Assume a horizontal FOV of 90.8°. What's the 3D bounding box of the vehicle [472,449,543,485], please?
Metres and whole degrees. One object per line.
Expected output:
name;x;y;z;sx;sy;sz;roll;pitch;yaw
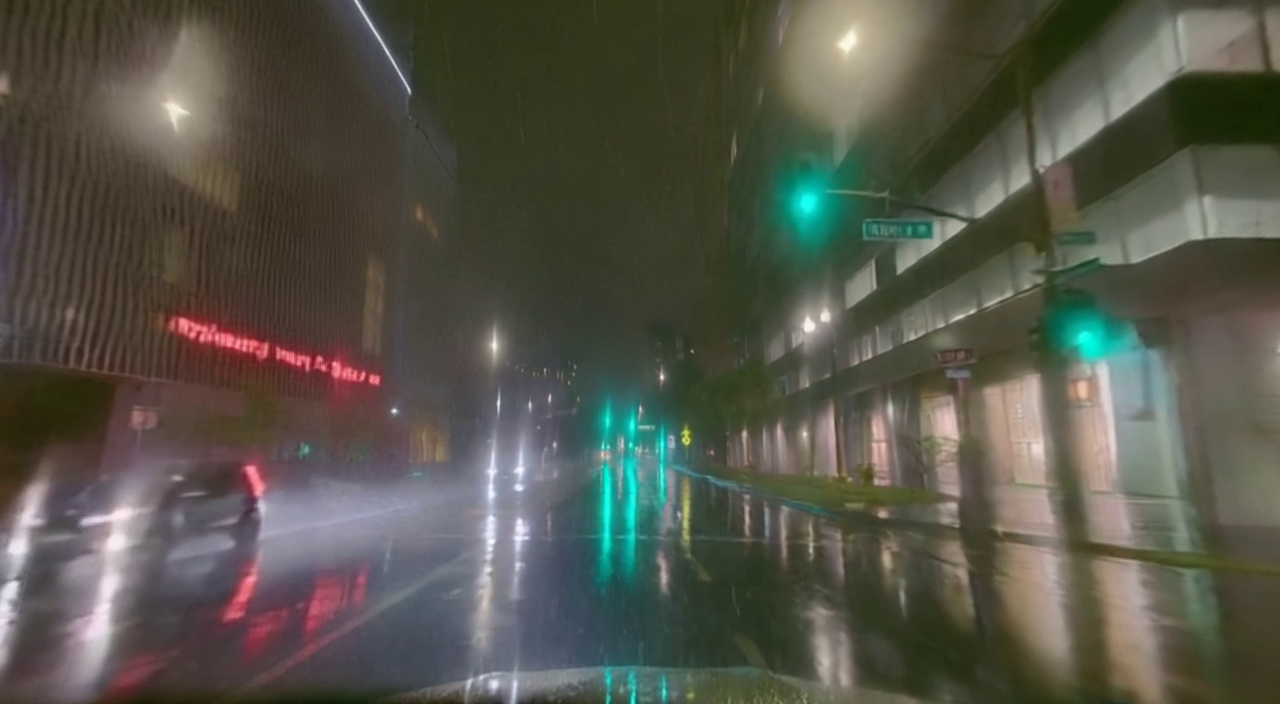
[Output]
vehicle;-6.261;5.474;30.490;2.037;1.563;4.754;-1;-8;4

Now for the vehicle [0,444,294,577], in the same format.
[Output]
vehicle;-7.260;2.159;9.425;1.897;1.537;3.770;-1;-8;3
